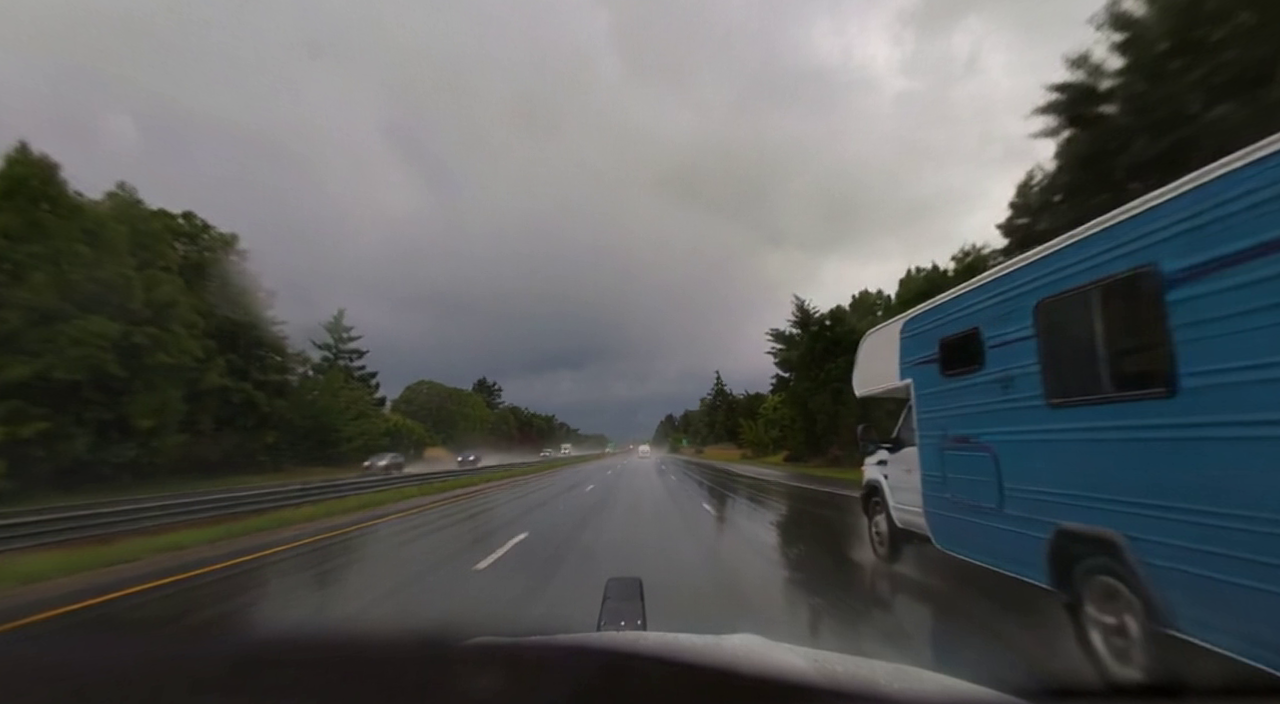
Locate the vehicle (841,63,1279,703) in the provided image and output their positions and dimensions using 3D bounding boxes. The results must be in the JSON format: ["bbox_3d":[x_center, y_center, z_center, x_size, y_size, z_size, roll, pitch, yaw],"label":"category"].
[{"bbox_3d":[3.745,0.559,4.308,2.556,2.763,6.287,0,-9,-1],"label":"vehicle"}]
